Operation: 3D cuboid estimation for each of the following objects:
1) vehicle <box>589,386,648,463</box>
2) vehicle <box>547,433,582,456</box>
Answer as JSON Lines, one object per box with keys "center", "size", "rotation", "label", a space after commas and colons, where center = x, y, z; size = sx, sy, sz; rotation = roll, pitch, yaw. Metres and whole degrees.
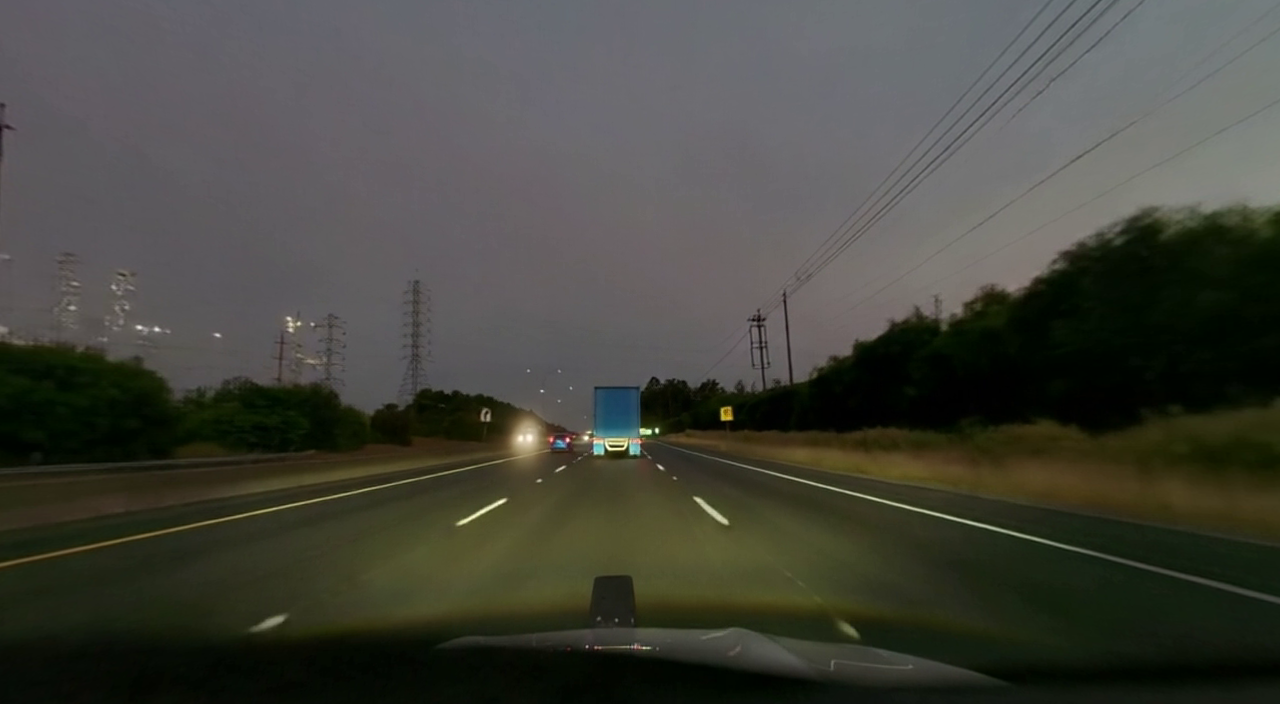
{"center": [-1.230, 4.303, 36.692], "size": [2.955, 3.851, 9.915], "rotation": [0, -8, -2], "label": "vehicle"}
{"center": [-5.507, 6.801, 46.396], "size": [2.117, 1.618, 4.480], "rotation": [0, -8, -1], "label": "vehicle"}
